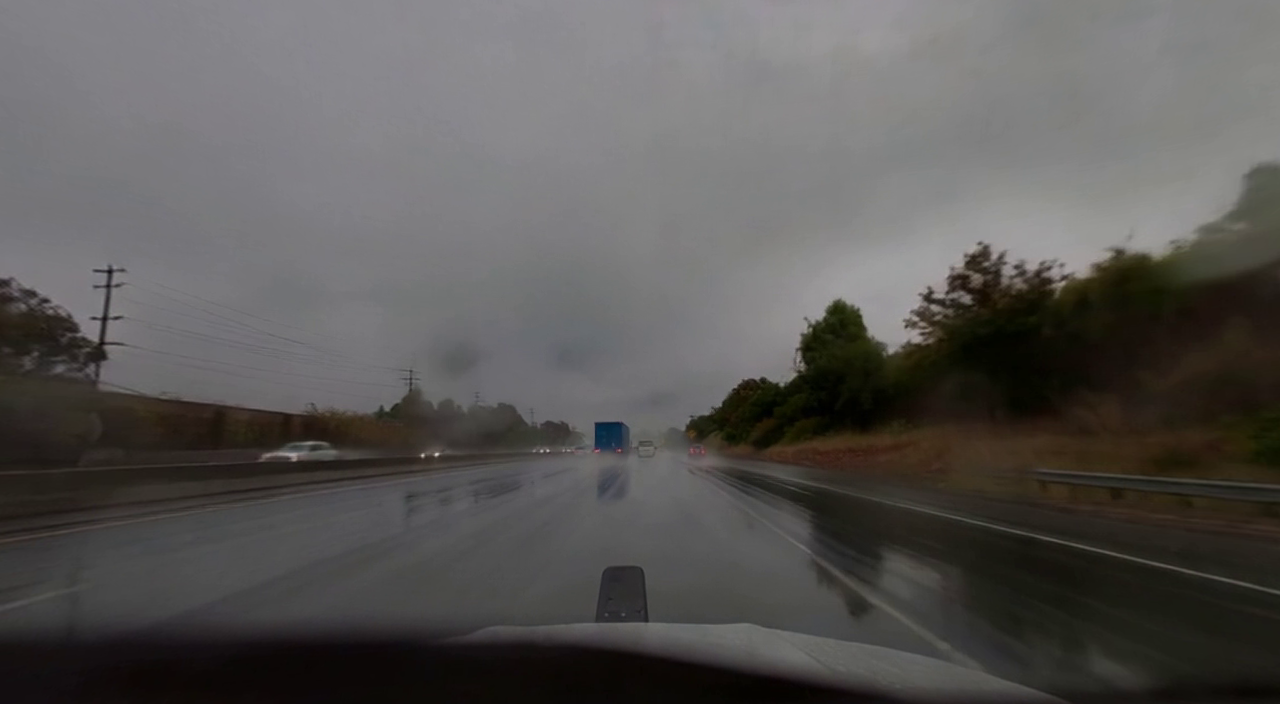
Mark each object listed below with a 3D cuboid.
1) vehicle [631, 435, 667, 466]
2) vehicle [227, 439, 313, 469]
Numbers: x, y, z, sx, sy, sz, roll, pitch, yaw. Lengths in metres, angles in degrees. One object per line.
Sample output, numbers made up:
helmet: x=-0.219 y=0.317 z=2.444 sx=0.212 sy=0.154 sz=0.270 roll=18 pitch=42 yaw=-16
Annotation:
vehicle: x=0.592 y=6.831 z=43.787 sx=2.309 sy=2.023 sz=5.130 roll=0 pitch=-8 yaw=0
vehicle: x=-20.559 y=5.682 z=35.303 sx=1.938 sy=1.560 sz=4.732 roll=0 pitch=-8 yaw=1
